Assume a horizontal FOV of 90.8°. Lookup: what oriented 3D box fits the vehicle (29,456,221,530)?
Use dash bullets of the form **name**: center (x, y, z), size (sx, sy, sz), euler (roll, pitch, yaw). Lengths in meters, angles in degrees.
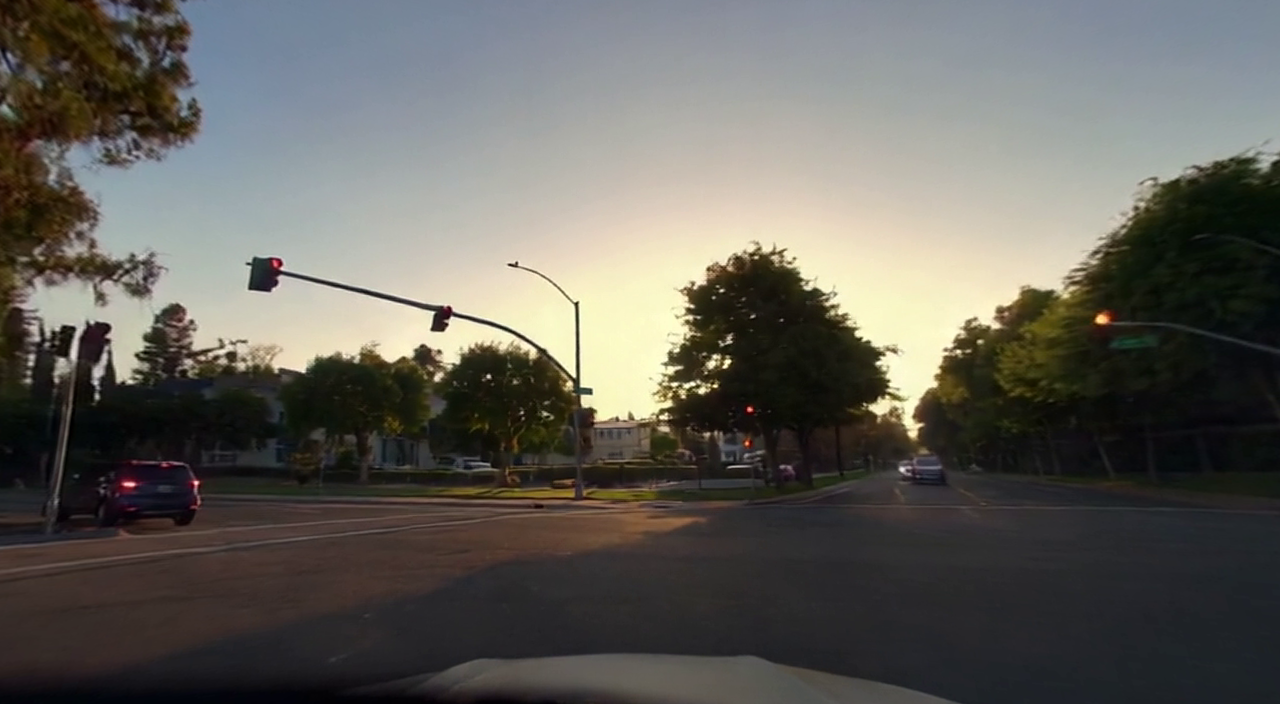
- **vehicle**: center (-13.043, 3.461, 16.012), size (4.247, 1.591, 2.093), euler (-4, -10, 27)
